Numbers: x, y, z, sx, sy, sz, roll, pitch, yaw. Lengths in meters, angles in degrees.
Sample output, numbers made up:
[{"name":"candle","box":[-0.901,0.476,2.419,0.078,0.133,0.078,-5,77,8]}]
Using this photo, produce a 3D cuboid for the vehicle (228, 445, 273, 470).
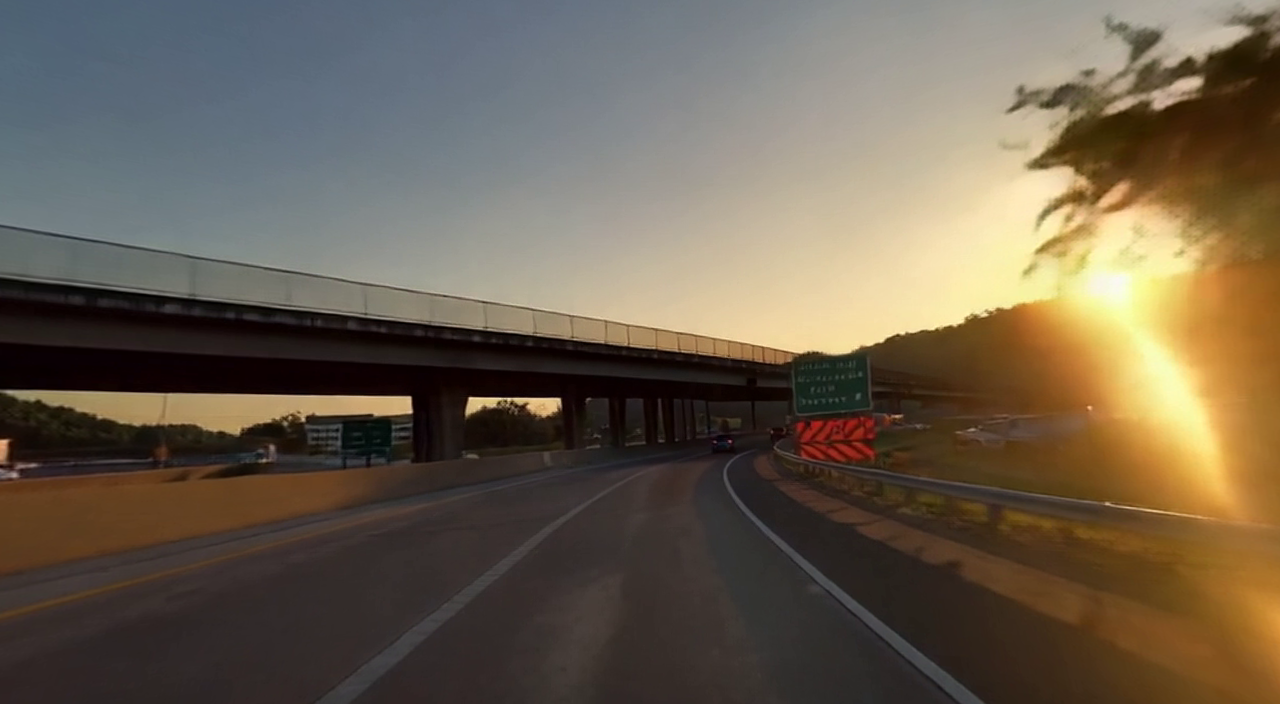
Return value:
[{"name":"vehicle","box":[-29.798,8.025,48.225,1.878,1.761,4.049,2,-8,-17]}]
